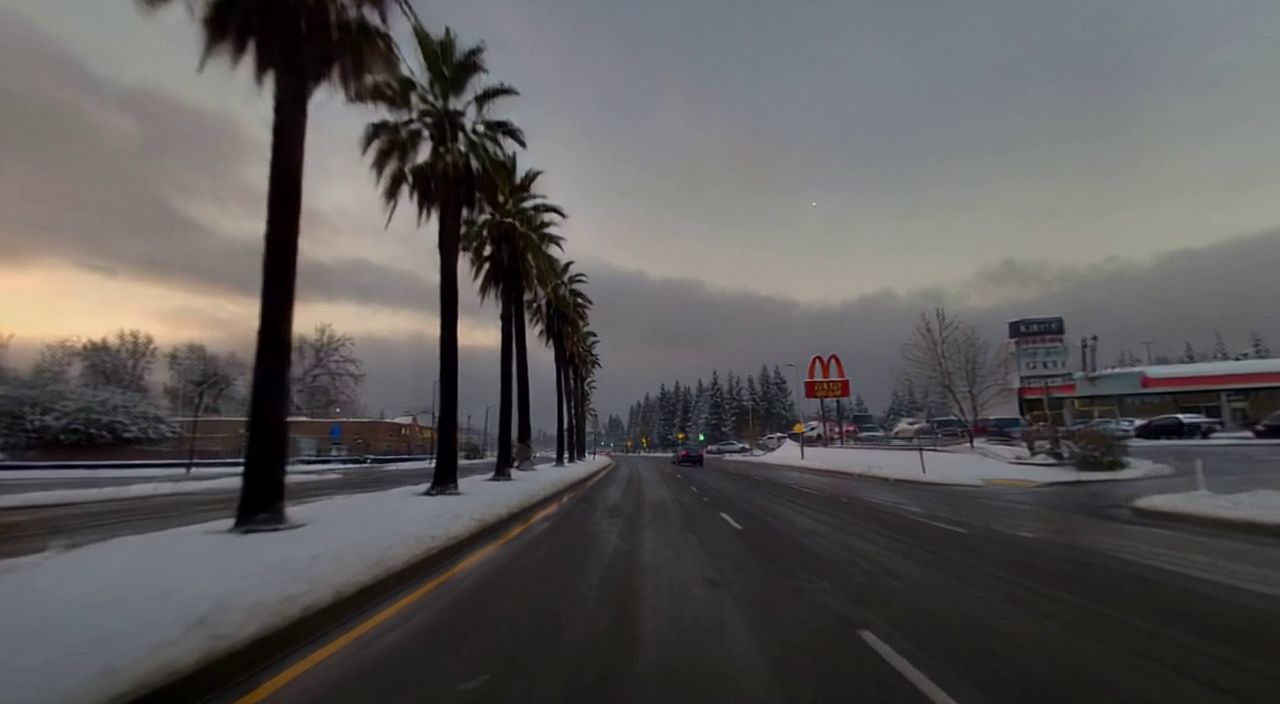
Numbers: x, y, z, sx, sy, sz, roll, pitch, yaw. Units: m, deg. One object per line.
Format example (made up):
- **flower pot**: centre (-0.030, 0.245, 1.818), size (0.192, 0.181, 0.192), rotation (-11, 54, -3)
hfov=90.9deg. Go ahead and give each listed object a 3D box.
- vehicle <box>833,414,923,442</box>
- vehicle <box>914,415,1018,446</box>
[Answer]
- **vehicle**: centre (17.864, 5.748, 47.572), size (5.817, 1.906, 2.230), rotation (-1, -10, 0)
- **vehicle**: centre (18.678, 4.537, 36.305), size (4.649, 1.662, 2.349), rotation (0, -8, 1)
